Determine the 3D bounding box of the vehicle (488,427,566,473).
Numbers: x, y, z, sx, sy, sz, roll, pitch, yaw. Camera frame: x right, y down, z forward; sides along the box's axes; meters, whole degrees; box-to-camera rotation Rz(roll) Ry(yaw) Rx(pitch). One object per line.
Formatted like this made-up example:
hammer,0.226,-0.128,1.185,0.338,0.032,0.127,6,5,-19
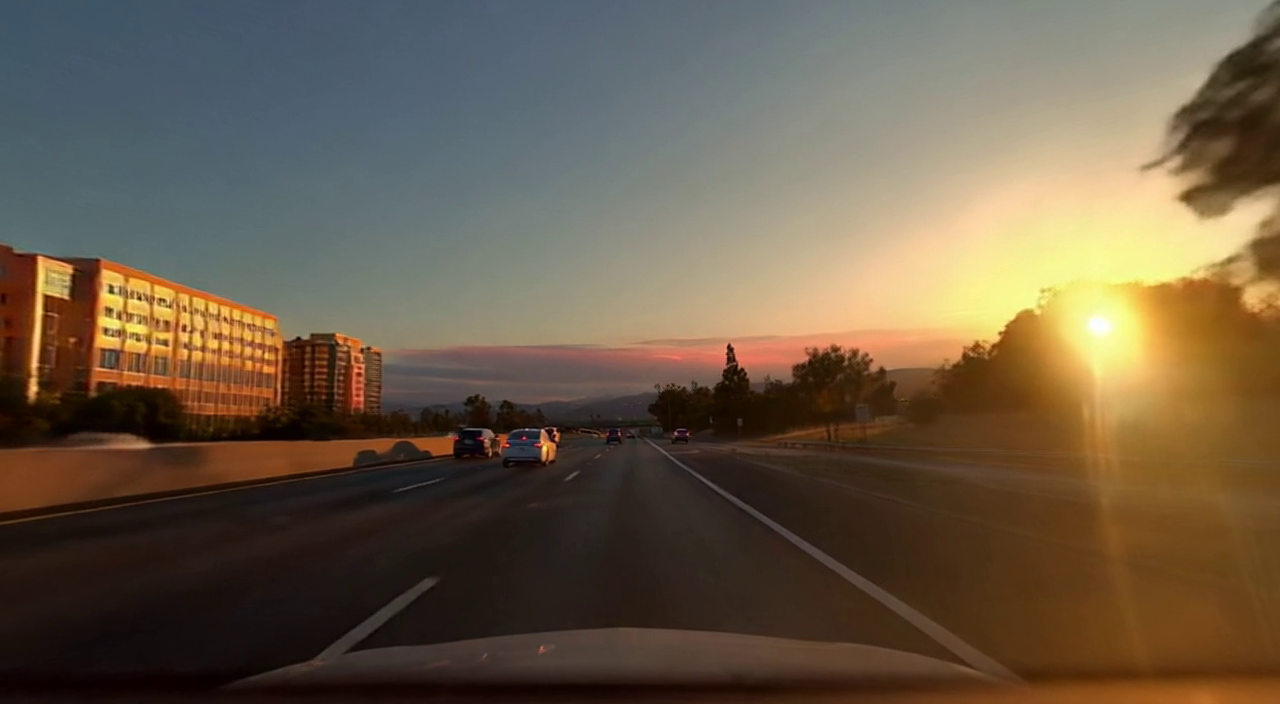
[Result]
vehicle,-3.968,3.539,22.906,1.996,1.490,4.571,0,-8,0

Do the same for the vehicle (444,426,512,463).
vehicle,-7.550,4.339,29.727,1.985,1.575,4.453,0,-8,1

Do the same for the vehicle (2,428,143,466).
vehicle,-24.738,4.139,27.711,1.782,1.520,4.747,0,-8,0
